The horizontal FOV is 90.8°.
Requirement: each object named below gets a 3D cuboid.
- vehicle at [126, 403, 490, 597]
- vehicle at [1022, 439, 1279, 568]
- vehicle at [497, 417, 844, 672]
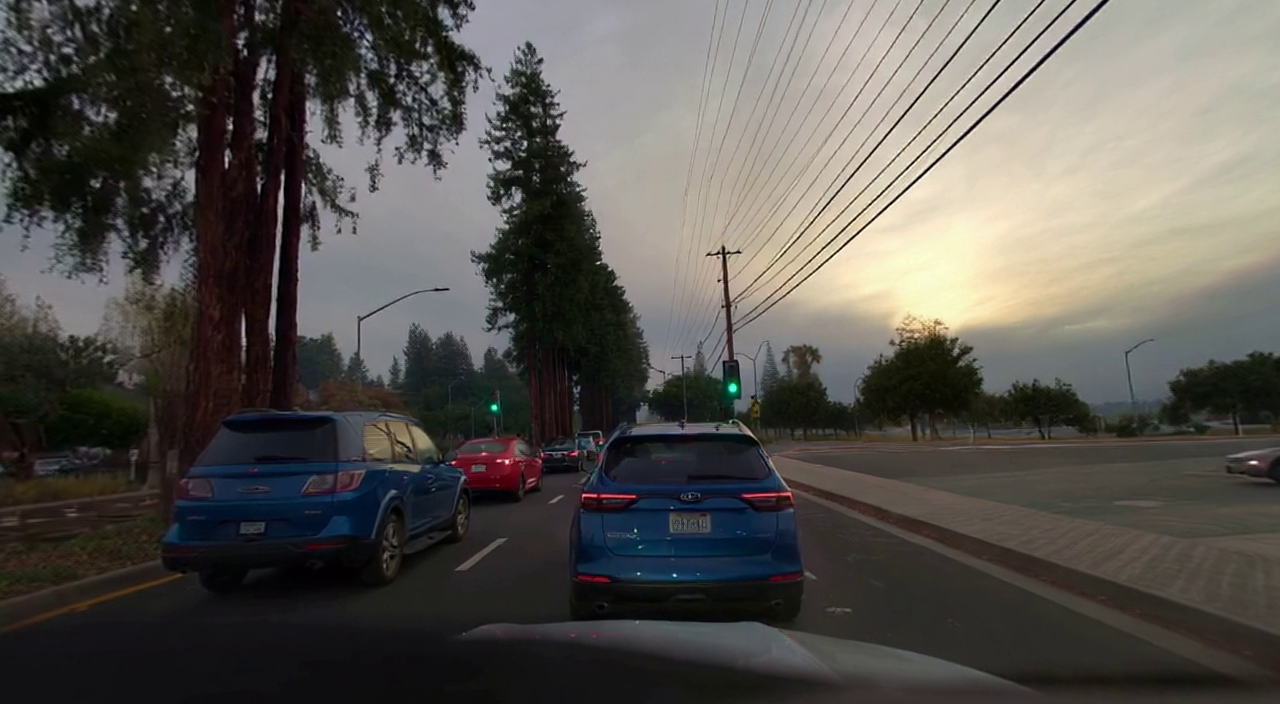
[{"bbox_3d":[-3.476,1.635,7.849,2.105,1.706,4.337,0,-8,0],"label":"vehicle"},{"bbox_3d":[8.374,2.137,9.803,1.993,1.508,4.521,0,-9,-1],"label":"vehicle"},{"bbox_3d":[0.119,1.438,5.820,2.056,1.487,4.003,0,-9,-2],"label":"vehicle"}]
